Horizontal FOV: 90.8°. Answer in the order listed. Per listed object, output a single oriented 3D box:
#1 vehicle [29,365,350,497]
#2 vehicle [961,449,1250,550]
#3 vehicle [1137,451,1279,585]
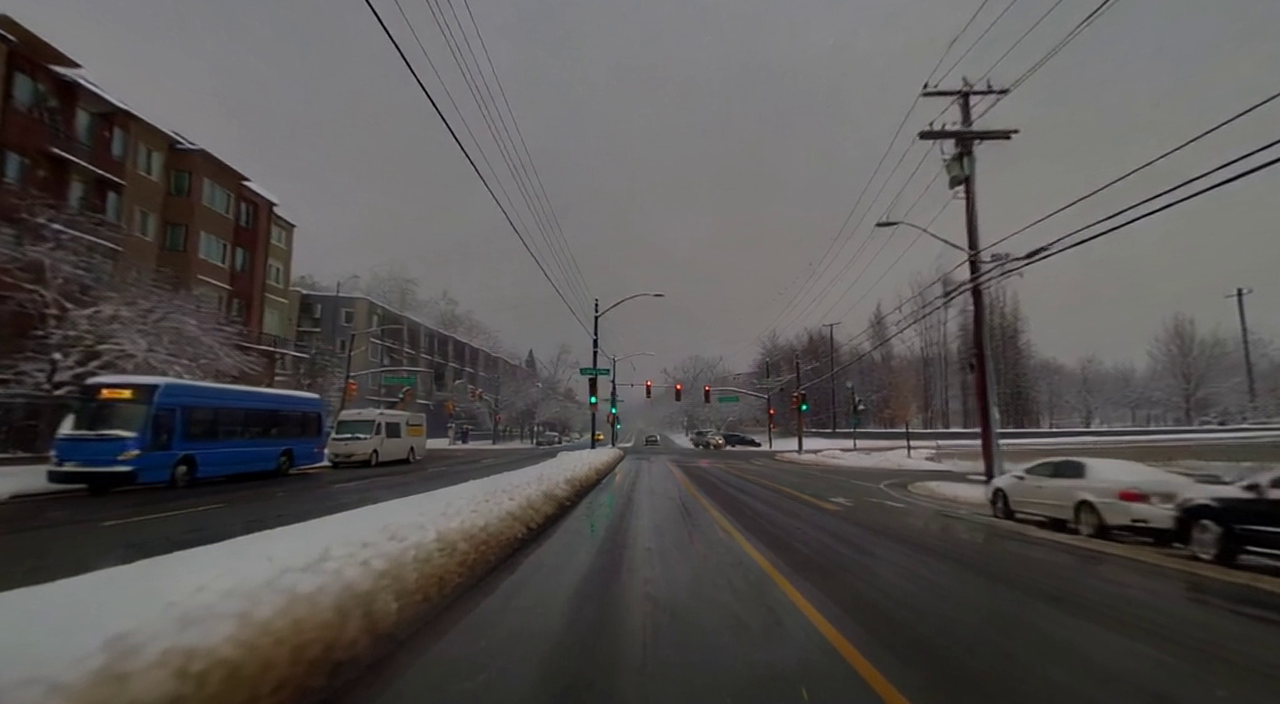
[{"bbox_3d":[-13.653,2.703,20.961,3.060,3.307,9.997,0,-8,1],"label":"vehicle"},{"bbox_3d":[8.235,2.582,11.880,1.914,1.473,4.507,0,-8,-1],"label":"vehicle"},{"bbox_3d":[8.183,1.821,6.714,1.996,1.473,4.740,0,-8,1],"label":"vehicle"}]
